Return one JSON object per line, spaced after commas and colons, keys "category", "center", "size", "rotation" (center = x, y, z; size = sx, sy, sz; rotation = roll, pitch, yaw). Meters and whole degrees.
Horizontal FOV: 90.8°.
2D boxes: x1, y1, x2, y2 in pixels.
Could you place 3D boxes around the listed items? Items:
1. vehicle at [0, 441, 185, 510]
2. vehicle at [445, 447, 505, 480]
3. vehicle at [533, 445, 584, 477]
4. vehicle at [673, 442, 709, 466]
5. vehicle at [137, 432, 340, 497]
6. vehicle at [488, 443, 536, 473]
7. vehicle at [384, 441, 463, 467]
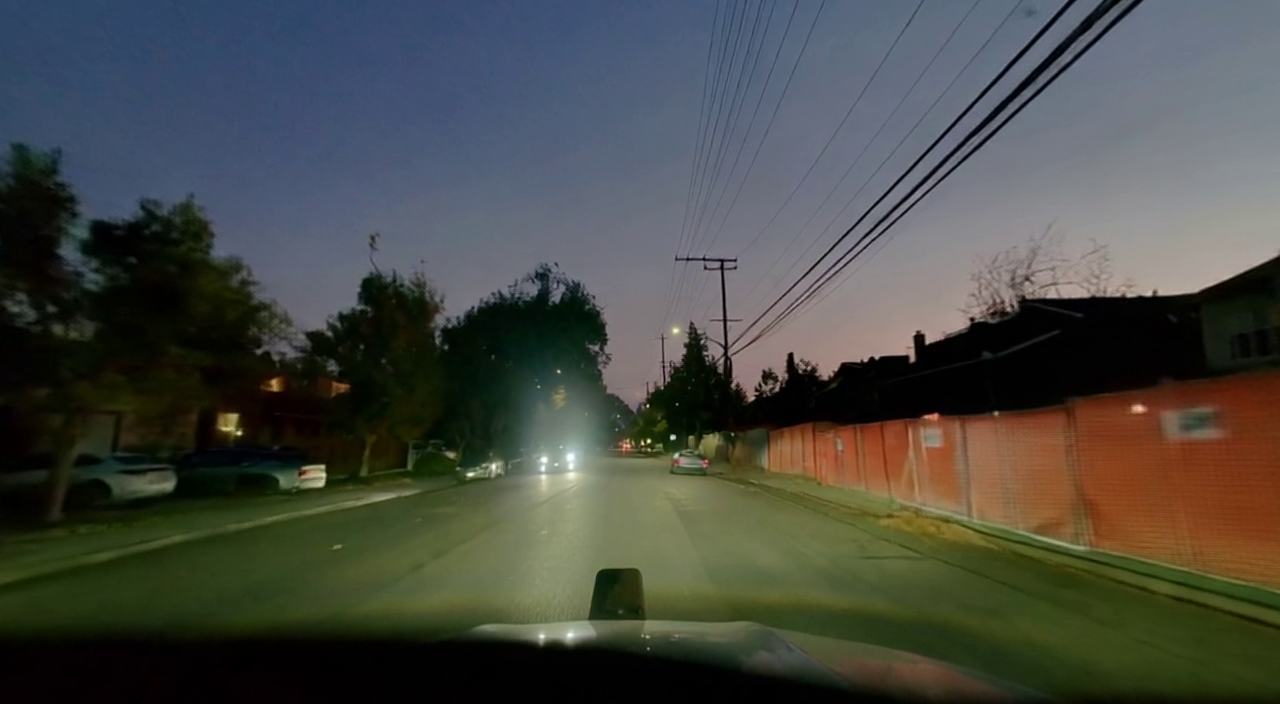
{"category": "vehicle", "center": [-13.817, 2.929, 15.271], "size": [4.268, 1.496, 1.844], "rotation": [5, -10, -29]}
{"category": "vehicle", "center": [-8.299, 5.649, 32.216], "size": [2.041, 1.480, 4.474], "rotation": [-2, -9, -2]}
{"category": "vehicle", "center": [-4.319, 5.817, 34.076], "size": [2.068, 1.543, 4.523], "rotation": [-2, -9, 1]}
{"category": "vehicle", "center": [3.357, 6.807, 42.191], "size": [1.902, 1.542, 4.099], "rotation": [0, -9, -2]}
{"category": "vehicle", "center": [-12.337, 3.489, 19.742], "size": [4.780, 1.867, 2.108], "rotation": [1, -9, -3]}
{"category": "vehicle", "center": [-8.174, 6.809, 40.790], "size": [2.055, 1.806, 4.540], "rotation": [-1, -9, 2]}
{"category": "vehicle", "center": [-15.415, 7.293, 45.171], "size": [4.833, 1.831, 2.066], "rotation": [0, -9, -1]}
